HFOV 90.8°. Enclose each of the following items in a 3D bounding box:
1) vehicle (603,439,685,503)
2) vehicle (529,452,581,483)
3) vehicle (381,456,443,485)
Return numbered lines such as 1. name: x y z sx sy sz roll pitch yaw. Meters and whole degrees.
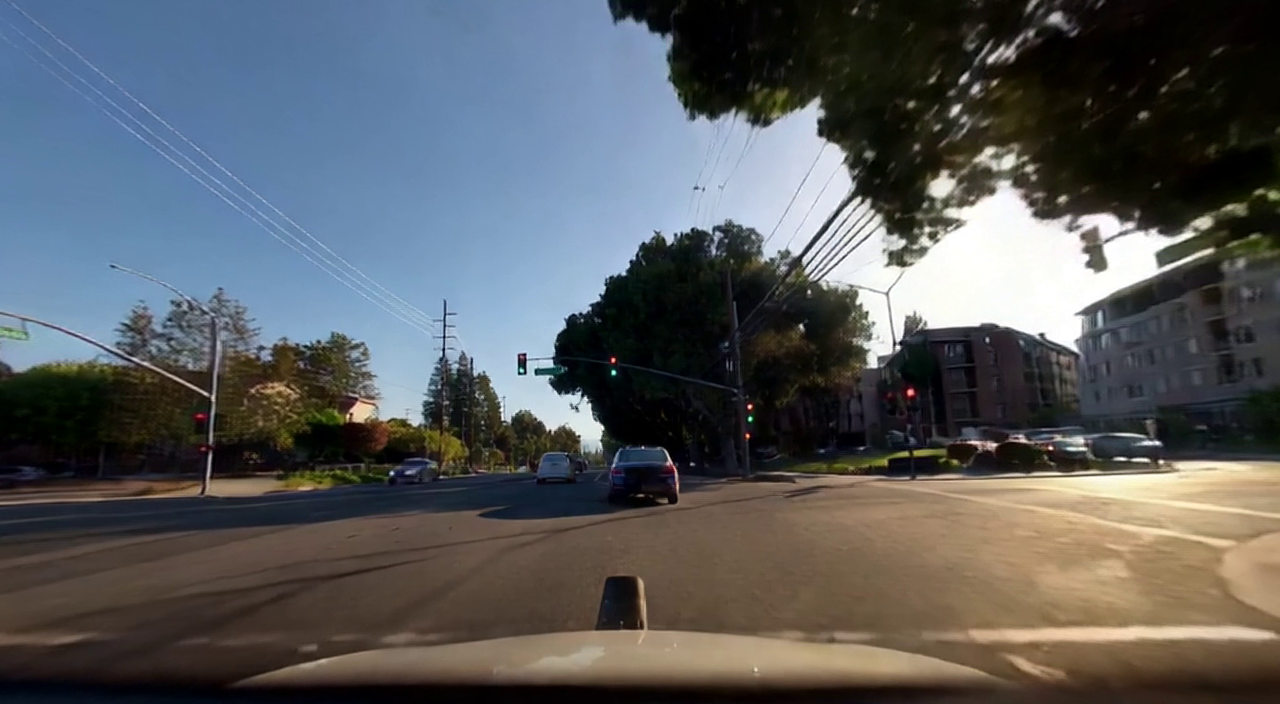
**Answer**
1. vehicle: 0.069 3.425 18.543 2.156 1.636 3.923 0 -9 -1
2. vehicle: -4.346 6.018 33.101 2.153 1.474 4.284 0 -9 0
3. vehicle: -13.722 7.166 38.343 2.025 1.571 4.636 0 -9 0
